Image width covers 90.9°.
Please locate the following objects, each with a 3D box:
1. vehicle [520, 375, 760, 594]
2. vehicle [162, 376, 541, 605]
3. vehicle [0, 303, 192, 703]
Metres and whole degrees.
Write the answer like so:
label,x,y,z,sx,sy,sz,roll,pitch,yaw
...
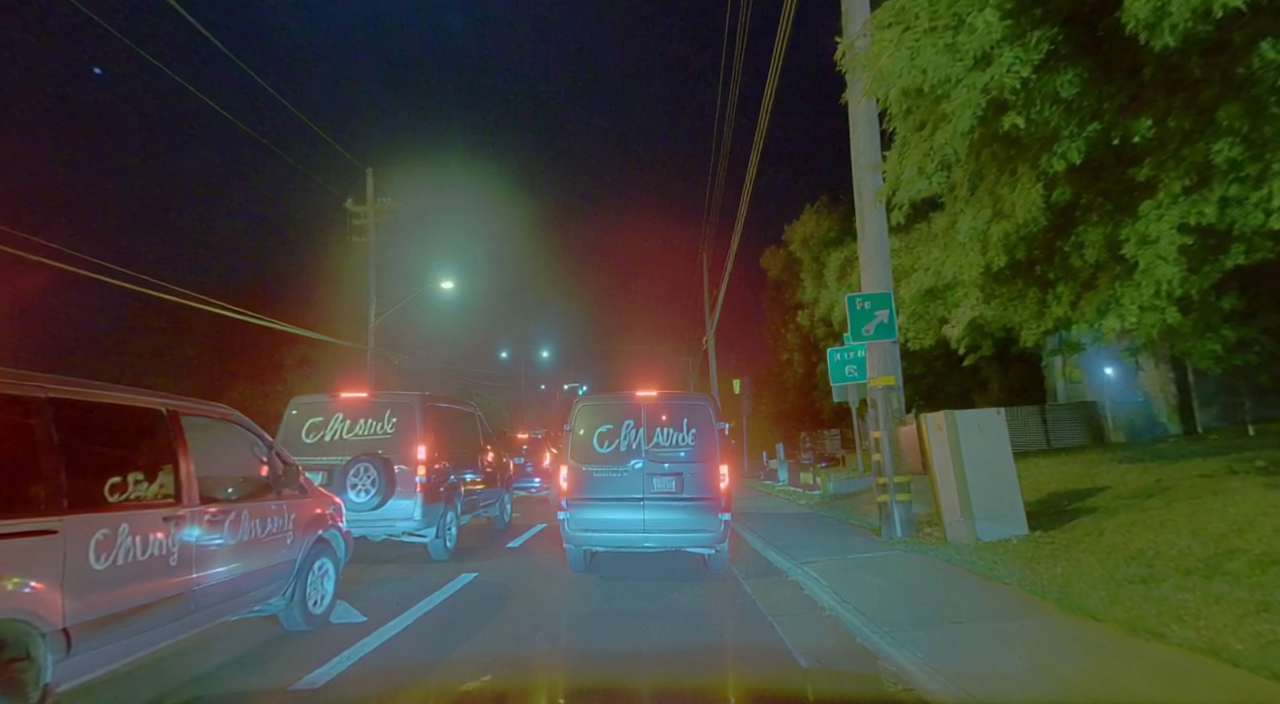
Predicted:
label,x,y,z,sx,sy,sz,roll,pitch,yaw
vehicle,0.102,1.464,7.691,2.117,1.911,4.095,-1,-8,3
vehicle,-2.758,1.479,7.614,2.109,1.851,4.749,-1,-8,3
vehicle,-3.142,0.499,0.244,2.160,1.796,4.997,0,-8,1
